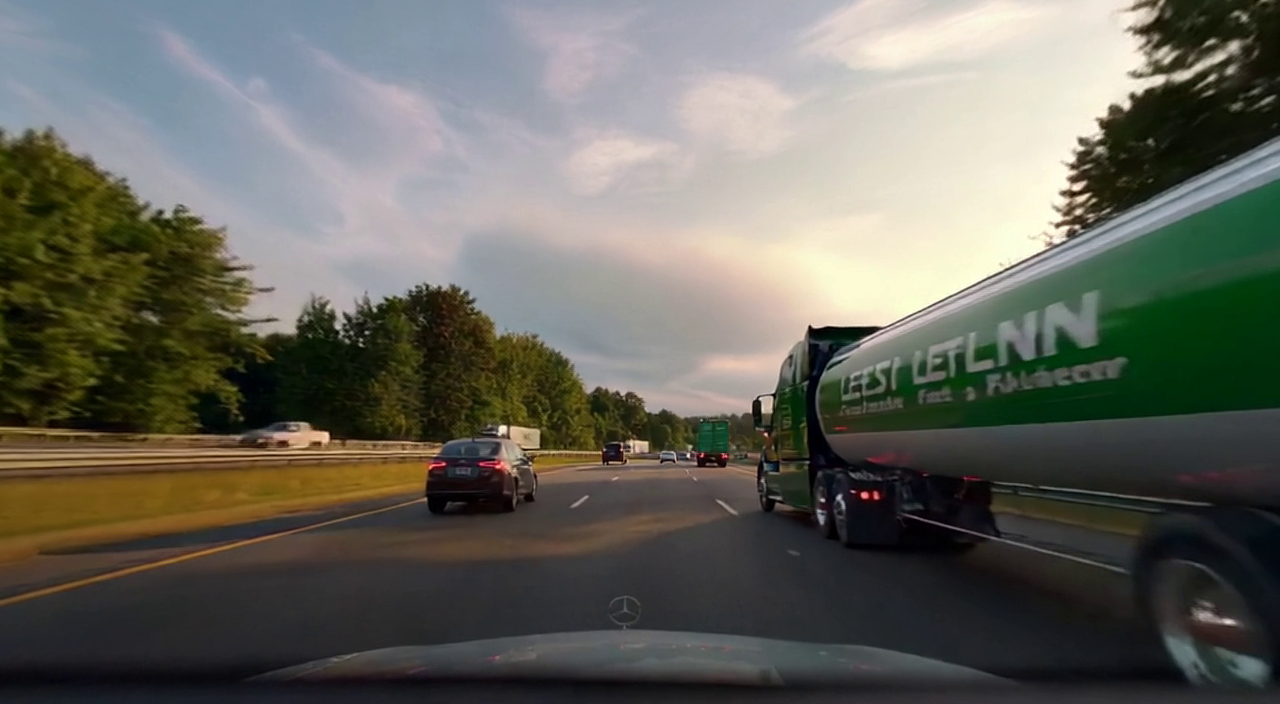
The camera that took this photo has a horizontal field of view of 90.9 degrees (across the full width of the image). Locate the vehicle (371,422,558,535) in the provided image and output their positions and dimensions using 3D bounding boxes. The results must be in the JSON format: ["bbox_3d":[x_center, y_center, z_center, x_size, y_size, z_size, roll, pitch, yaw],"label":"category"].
[{"bbox_3d":[-3.006,2.313,12.013,2.205,1.728,4.397,0,-9,1],"label":"vehicle"}]

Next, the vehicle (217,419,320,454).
[{"bbox_3d":[-17.327,4.044,29.706,1.834,1.515,4.605,-1,-9,3],"label":"vehicle"}]

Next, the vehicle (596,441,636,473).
[{"bbox_3d":[-1.568,7.147,42.917,2.201,2.038,5.065,-1,-9,4],"label":"vehicle"}]

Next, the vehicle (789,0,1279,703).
[{"bbox_3d":[4.311,0.685,6.699,2.732,3.585,11.338,0,-9,0],"label":"vehicle"}]
